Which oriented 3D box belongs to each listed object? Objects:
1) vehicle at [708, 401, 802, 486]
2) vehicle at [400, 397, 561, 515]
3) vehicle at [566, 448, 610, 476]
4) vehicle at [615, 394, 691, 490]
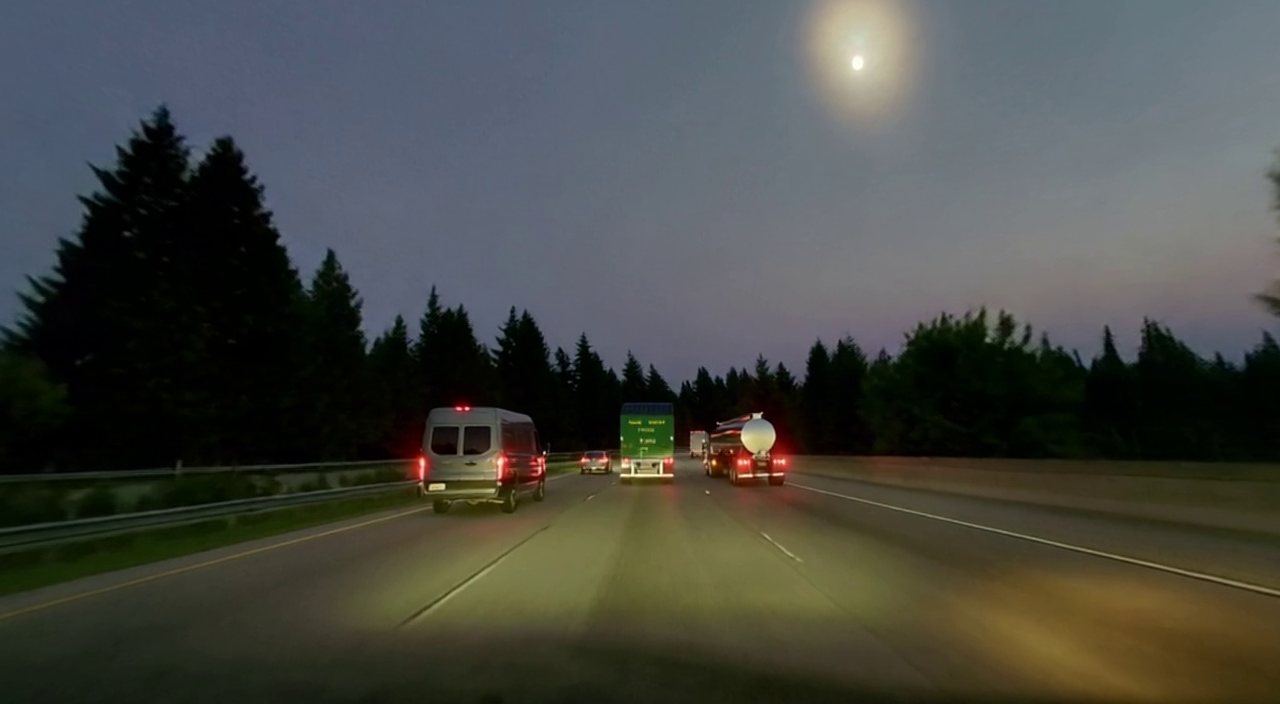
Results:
[{"bbox_3d":[5.357,4.668,31.867,2.706,3.500,11.483,0,-9,1],"label":"vehicle"},{"bbox_3d":[-3.898,2.776,17.040,2.525,2.572,6.260,0,-9,2],"label":"vehicle"},{"bbox_3d":[-3.175,6.799,39.162,2.134,1.652,4.439,-1,-9,3],"label":"vehicle"},{"bbox_3d":[0.286,4.004,27.579,2.773,3.455,9.118,0,-9,-2],"label":"vehicle"}]
